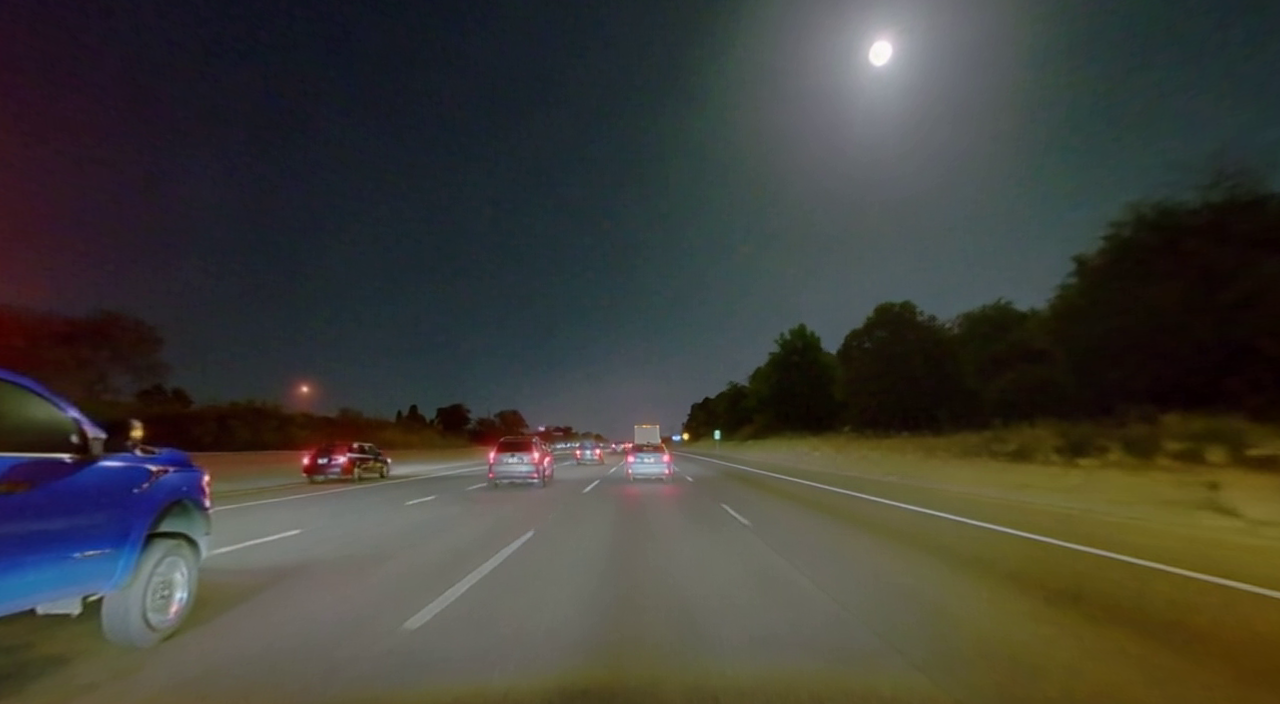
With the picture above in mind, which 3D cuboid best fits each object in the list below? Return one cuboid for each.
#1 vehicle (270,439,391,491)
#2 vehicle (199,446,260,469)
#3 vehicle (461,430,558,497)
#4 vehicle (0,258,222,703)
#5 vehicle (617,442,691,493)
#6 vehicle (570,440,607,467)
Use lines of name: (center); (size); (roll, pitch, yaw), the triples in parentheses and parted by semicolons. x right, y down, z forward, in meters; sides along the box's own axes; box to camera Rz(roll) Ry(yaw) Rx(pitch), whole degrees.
vehicle: (-10.541, 3.848, 21.912); (1.941, 1.602, 4.277); (0, -8, 2)
vehicle: (-28.220, 7.247, 43.478); (1.702, 1.450, 3.646); (0, -8, 2)
vehicle: (-3.727, 3.254, 18.769); (1.903, 1.721, 4.210); (0, -8, 1)
vehicle: (-3.533, 0.420, 0.456); (2.269, 2.060, 5.933); (0, -8, 1)
vehicle: (0.386, 3.531, 19.686); (2.054, 1.421, 4.090); (0, -8, 0)
vehicle: (-3.215, 6.438, 40.200); (1.897, 1.646, 4.049); (0, -8, 1)
